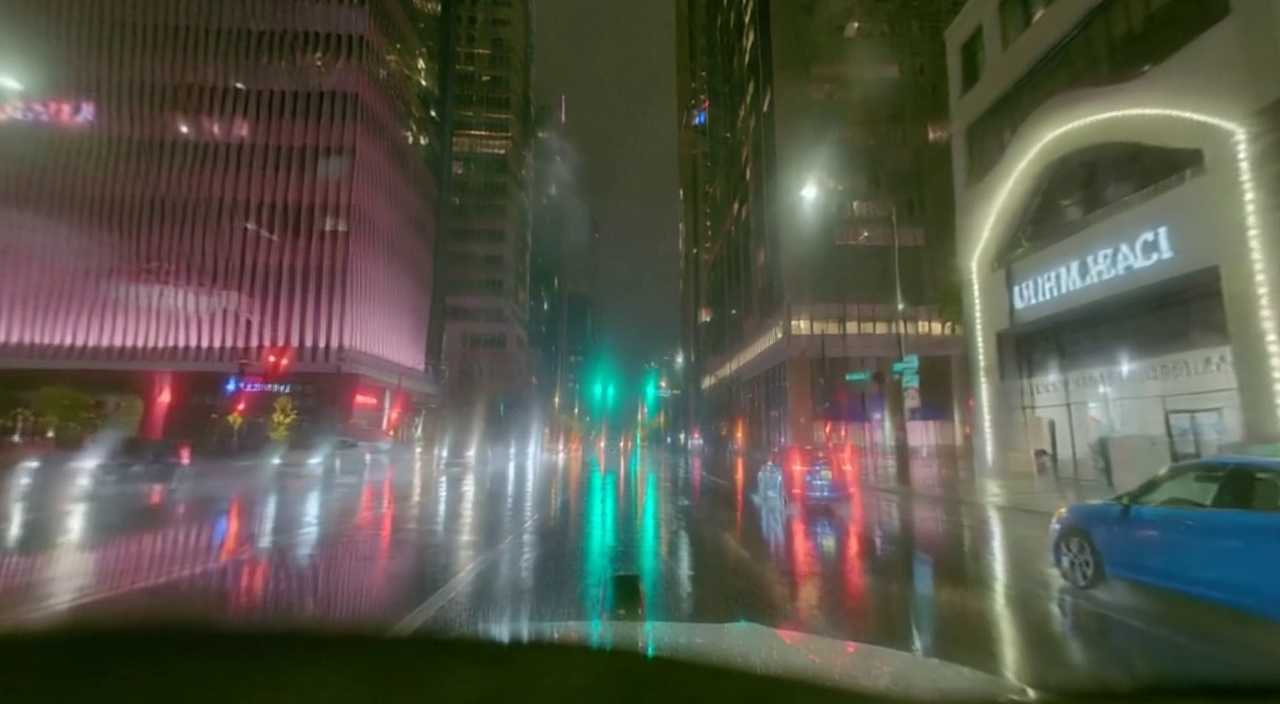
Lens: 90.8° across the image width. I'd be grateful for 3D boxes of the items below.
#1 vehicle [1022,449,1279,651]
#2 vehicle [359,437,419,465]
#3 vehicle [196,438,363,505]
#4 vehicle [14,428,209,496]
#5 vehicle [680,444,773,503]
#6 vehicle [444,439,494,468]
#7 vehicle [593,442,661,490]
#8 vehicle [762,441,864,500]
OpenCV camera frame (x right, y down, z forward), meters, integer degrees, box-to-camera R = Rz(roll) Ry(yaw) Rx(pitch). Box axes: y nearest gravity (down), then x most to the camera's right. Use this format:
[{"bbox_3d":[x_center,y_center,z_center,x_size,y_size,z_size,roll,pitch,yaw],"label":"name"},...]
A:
[{"bbox_3d":[5.710,1.582,5.395,1.914,1.484,4.639,0,-9,-1],"label":"vehicle"},{"bbox_3d":[-16.314,6.461,41.341,2.087,1.676,4.567,0,-9,-1],"label":"vehicle"},{"bbox_3d":[-9.594,3.194,17.363,1.960,1.568,4.511,0,-9,-1],"label":"vehicle"},{"bbox_3d":[-15.305,3.208,18.719,1.932,1.760,4.422,0,-9,-1],"label":"vehicle"},{"bbox_3d":[2.368,3.472,18.540,1.987,1.484,4.427,0,-9,-2],"label":"vehicle"},{"bbox_3d":[-10.243,6.095,38.114,1.879,1.637,4.100,0,-9,0],"label":"vehicle"},{"bbox_3d":[-0.433,3.880,21.801,2.096,1.457,4.160,0,-9,-1],"label":"vehicle"},{"bbox_3d":[5.565,3.859,20.992,2.015,1.745,4.444,0,-9,-2],"label":"vehicle"}]
